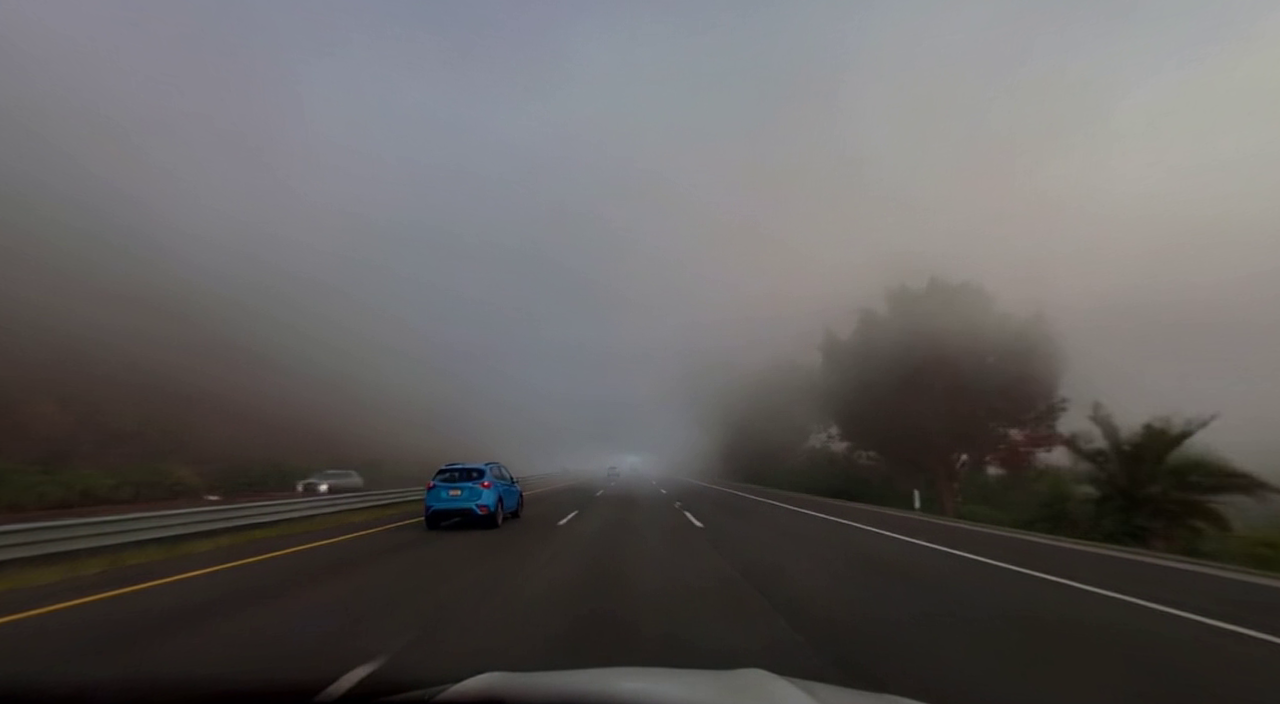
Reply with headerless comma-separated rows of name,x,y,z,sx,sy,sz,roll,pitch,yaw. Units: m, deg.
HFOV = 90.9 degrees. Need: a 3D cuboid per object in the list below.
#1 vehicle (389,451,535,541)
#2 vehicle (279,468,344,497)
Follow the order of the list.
vehicle,-3.483,2.919,13.185,1.797,1.532,4.072,1,-10,1
vehicle,-16.007,6.353,30.867,1.466,1.333,3.189,1,-10,-1
